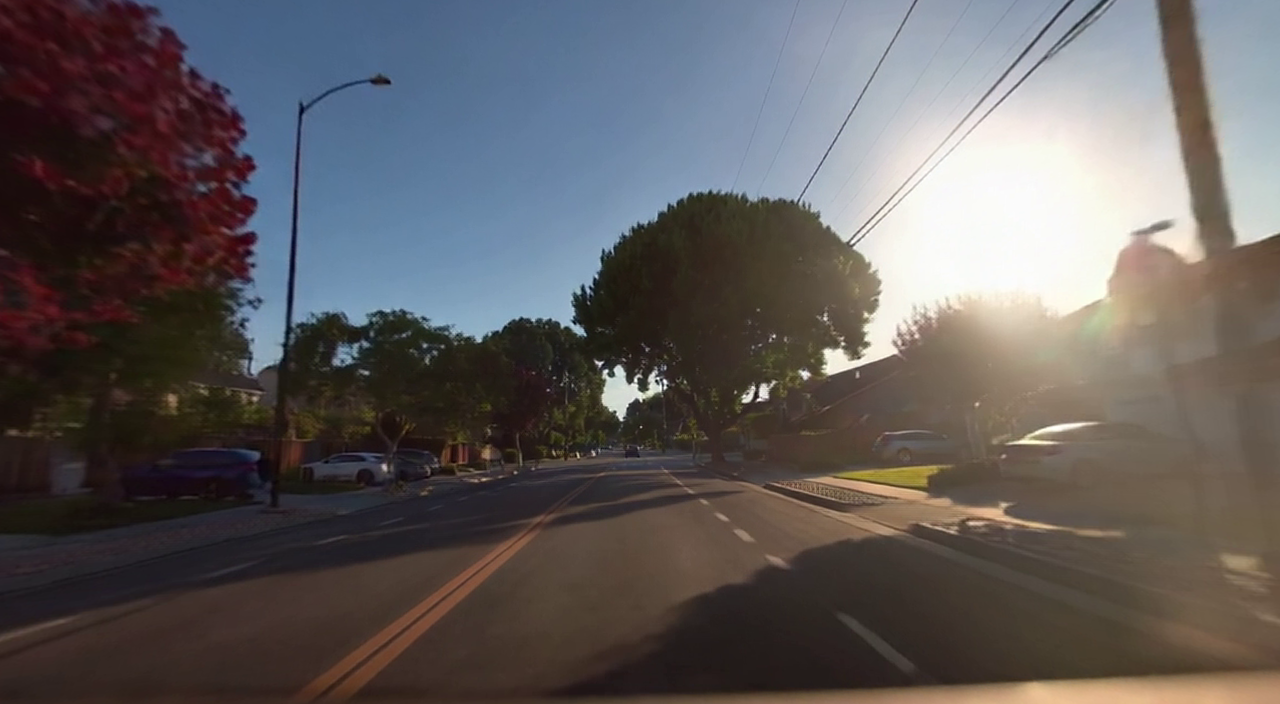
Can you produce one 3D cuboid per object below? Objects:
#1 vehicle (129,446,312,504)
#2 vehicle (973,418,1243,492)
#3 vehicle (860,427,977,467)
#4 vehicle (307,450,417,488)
[{"bbox_3d":[-12.918,3.790,19.734,4.207,1.648,1.956,1,-8,-6],"label":"vehicle"},{"bbox_3d":[10.732,2.355,14.700,4.908,1.537,2.065,1,-8,-9],"label":"vehicle"},{"bbox_3d":[13.122,4.474,29.886,4.653,1.775,1.906,1,-9,-10],"label":"vehicle"},{"bbox_3d":[-12.324,5.193,28.206,3.927,1.560,2.049,0,-8,0],"label":"vehicle"}]
